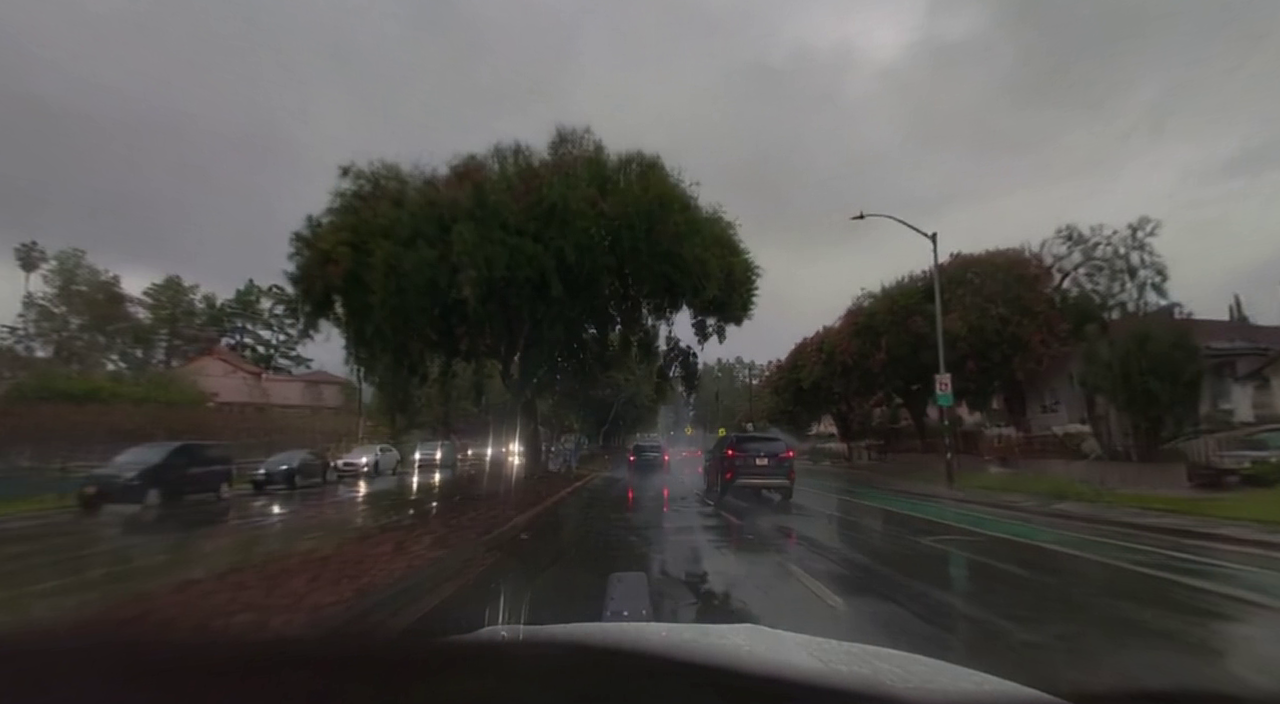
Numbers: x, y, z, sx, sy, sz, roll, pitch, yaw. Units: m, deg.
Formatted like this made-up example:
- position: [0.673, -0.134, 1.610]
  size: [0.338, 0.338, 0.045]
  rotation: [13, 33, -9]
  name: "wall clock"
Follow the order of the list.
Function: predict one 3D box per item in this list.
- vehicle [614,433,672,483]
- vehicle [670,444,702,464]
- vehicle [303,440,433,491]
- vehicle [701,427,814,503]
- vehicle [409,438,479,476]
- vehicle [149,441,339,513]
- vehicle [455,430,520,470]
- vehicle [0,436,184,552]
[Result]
- position: [0.090, 4.307, 25.863]
  size: [2.185, 1.822, 4.391]
  rotation: [0, -8, -1]
  name: "vehicle"
- position: [3.517, 7.896, 48.903]
  size: [2.096, 1.489, 4.757]
  rotation: [0, -8, 0]
  name: "vehicle"
- position: [-8.898, 3.740, 21.236]
  size: [2.140, 1.510, 5.005]
  rotation: [0, -8, 0]
  name: "vehicle"
- position: [3.026, 3.031, 17.335]
  size: [2.166, 1.799, 4.372]
  rotation: [0, -8, -2]
  name: "vehicle"
- position: [-9.147, 4.931, 29.828]
  size: [1.988, 1.663, 4.316]
  rotation: [0, -8, -1]
  name: "vehicle"
- position: [-8.938, 2.819, 14.716]
  size: [1.786, 1.422, 4.021]
  rotation: [0, -8, 1]
  name: "vehicle"
- position: [-8.893, 5.816, 37.562]
  size: [2.037, 2.113, 7.185]
  rotation: [0, -8, 0]
  name: "vehicle"
- position: [-8.981, 1.913, 8.770]
  size: [1.923, 1.433, 4.450]
  rotation: [0, -8, 0]
  name: "vehicle"
